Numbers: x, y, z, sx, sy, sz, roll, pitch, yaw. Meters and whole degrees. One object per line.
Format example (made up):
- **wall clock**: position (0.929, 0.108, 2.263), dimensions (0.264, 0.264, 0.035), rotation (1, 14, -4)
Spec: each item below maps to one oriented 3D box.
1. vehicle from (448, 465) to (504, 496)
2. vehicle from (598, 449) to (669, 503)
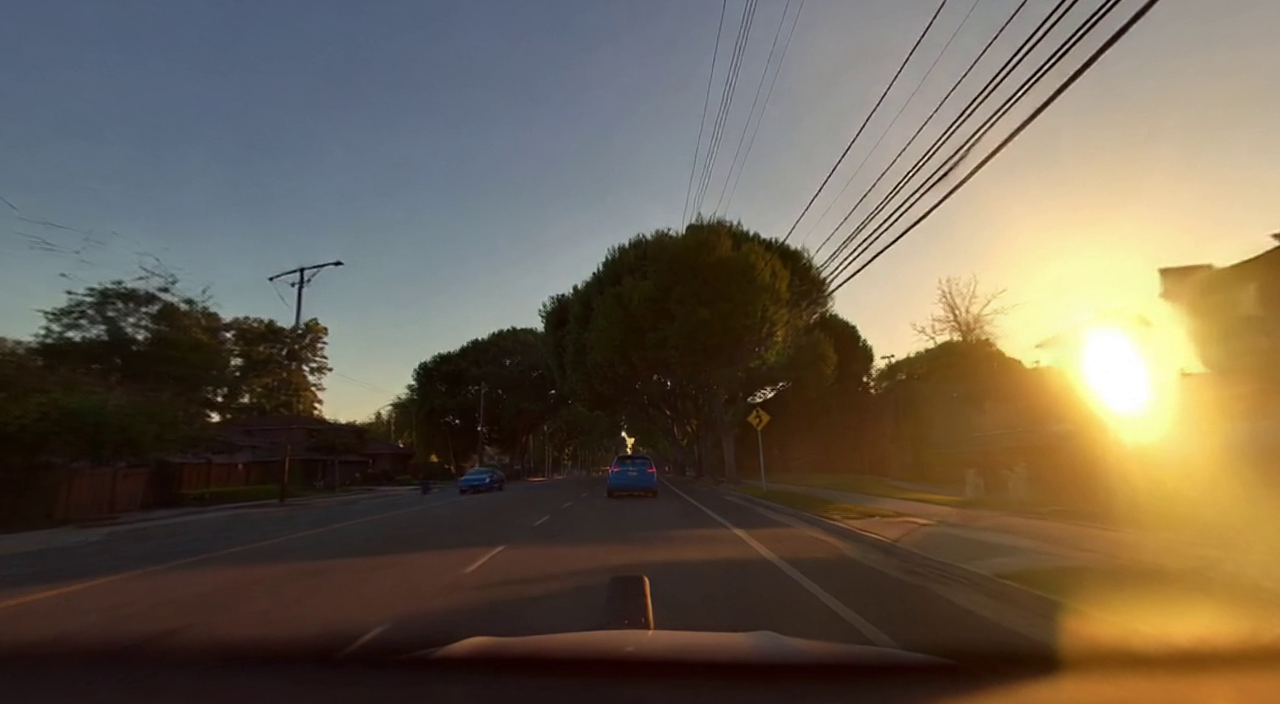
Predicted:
- **vehicle**: position (-9.379, 7.379, 36.440), dimensions (1.960, 1.490, 4.674), rotation (0, -9, 1)
- **vehicle**: position (-0.228, 4.205, 21.835), dimensions (2.200, 1.653, 4.127), rotation (0, -9, -1)
